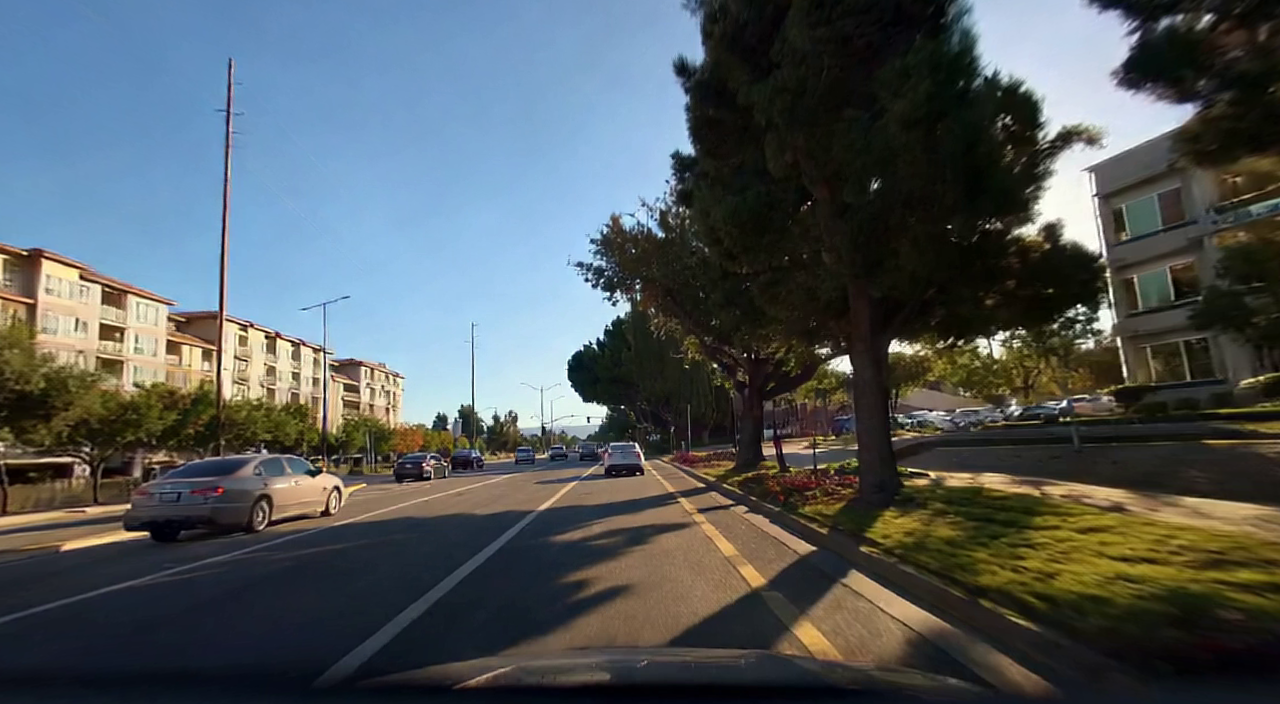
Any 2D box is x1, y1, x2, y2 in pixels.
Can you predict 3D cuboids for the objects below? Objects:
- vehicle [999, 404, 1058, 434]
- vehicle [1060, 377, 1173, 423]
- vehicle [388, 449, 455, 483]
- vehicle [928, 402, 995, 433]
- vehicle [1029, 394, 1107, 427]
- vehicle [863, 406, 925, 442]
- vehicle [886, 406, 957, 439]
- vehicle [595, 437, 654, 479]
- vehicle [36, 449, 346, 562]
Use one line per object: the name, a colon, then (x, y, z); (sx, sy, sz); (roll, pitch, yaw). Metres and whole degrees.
vehicle: (28.572, 4.892, 46.608); (1.882, 1.730, 4.753); (-6, -3, 9)
vehicle: (34.315, 3.594, 45.906); (2.608, 2.389, 6.582); (-9, -8, -3)
vehicle: (-10.431, 5.442, 30.495); (2.024, 1.484, 4.592); (1, -9, -6)
vehicle: (23.289, 4.808, 45.945); (2.118, 1.724, 4.361); (-9, -8, -5)
vehicle: (31.422, 4.399, 46.600); (2.074, 1.749, 4.957); (-1, -13, -1)
vehicle: (17.912, 5.145, 44.816); (2.002, 2.015, 4.254); (-9, -8, -7)
vehicle: (20.254, 5.069, 45.743); (2.079, 1.985, 5.085); (-8, -5, -7)
vehicle: (-0.643, 4.105, 24.656); (2.099, 1.469, 4.389); (0, -8, -2)
vehicle: (-7.017, 2.387, 10.690); (1.906, 1.449, 4.576); (0, -8, 0)
